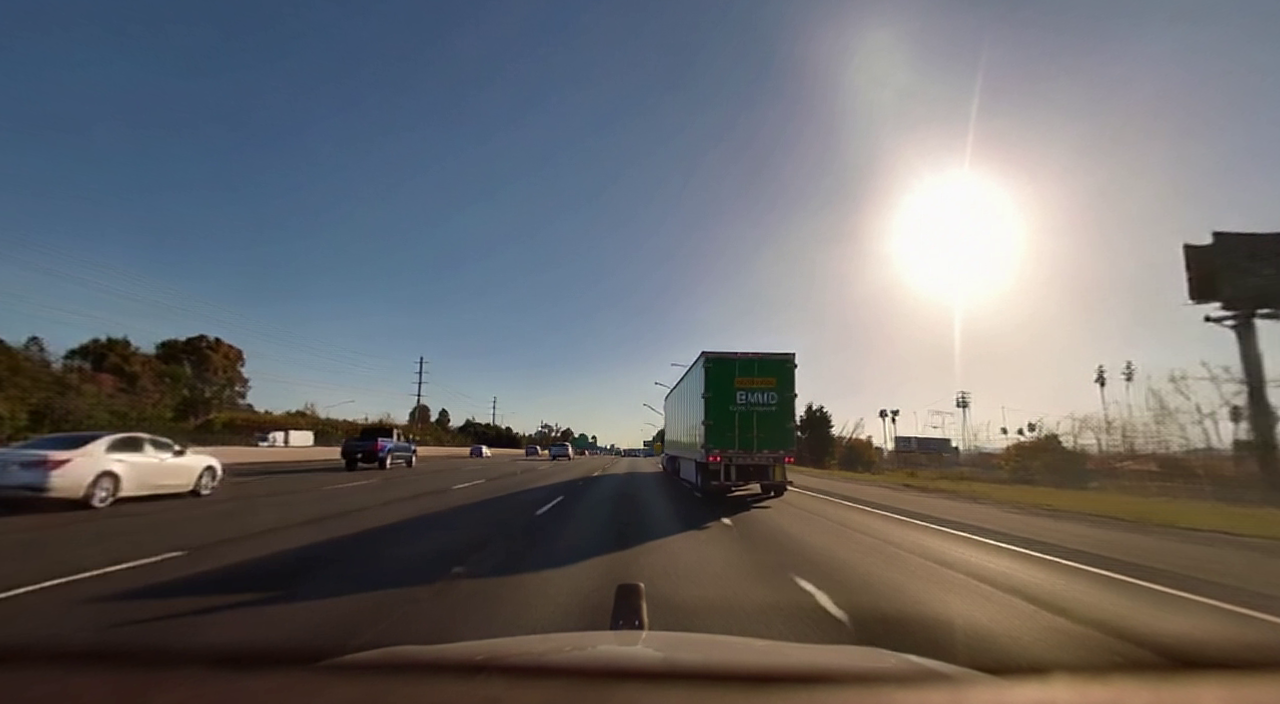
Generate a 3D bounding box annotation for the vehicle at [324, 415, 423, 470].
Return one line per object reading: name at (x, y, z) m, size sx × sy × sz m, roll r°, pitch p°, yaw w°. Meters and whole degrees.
vehicle at (-13.759, 4.758, 33.155) m, size 2.307 × 2.571 × 6.260 m, roll 0°, pitch -8°, yaw 1°

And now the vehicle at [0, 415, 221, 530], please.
vehicle at (-10.483, 2.136, 11.724) m, size 2.045 × 1.697 × 4.844 m, roll 0°, pitch -8°, yaw 0°

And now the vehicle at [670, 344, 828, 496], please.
vehicle at (3.167, 2.846, 23.963) m, size 2.891 × 3.944 × 15.051 m, roll 0°, pitch -8°, yaw -2°
